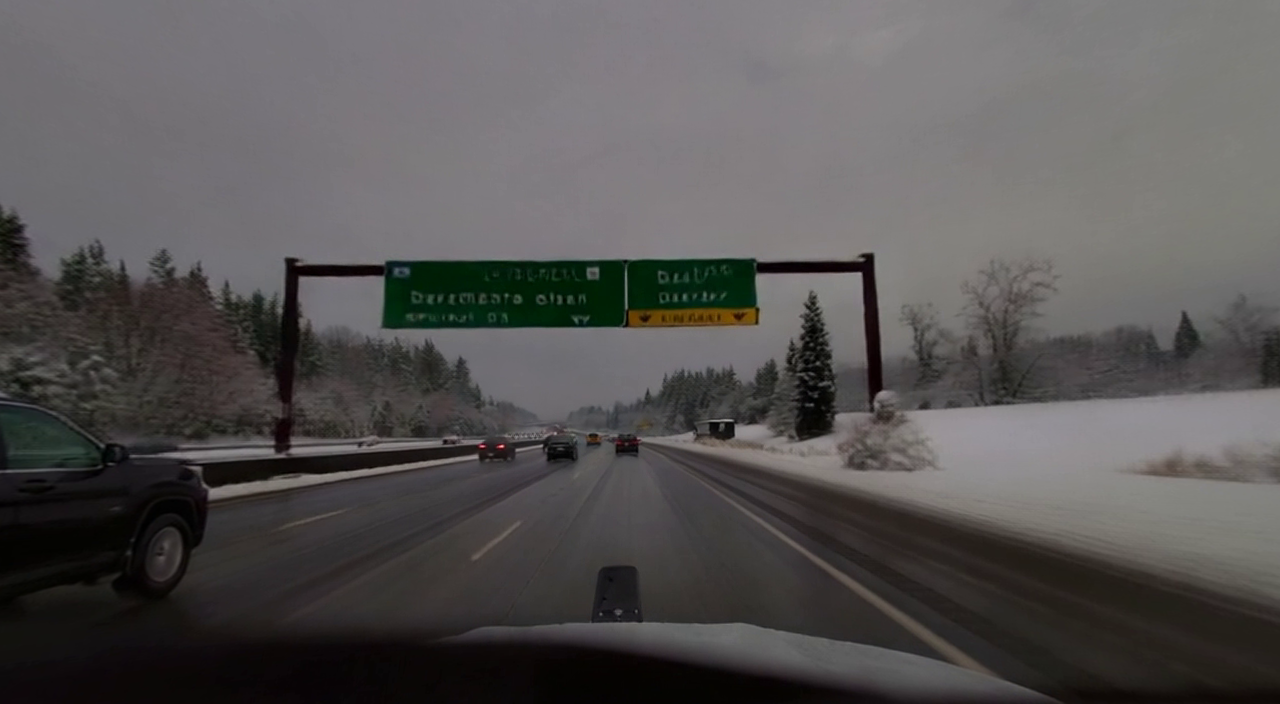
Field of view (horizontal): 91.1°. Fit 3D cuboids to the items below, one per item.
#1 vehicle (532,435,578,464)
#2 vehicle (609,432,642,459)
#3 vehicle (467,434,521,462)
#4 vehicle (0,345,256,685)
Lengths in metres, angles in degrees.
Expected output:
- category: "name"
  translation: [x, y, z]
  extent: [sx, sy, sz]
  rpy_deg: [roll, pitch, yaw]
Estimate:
- category: "vehicle"
  translation: [-4.461, 5.168, 33.672]
  extent: [1.909, 1.445, 4.087]
  rpy_deg: [0, -8, 0]
- category: "vehicle"
  translation: [-0.915, 5.916, 39.992]
  extent: [2.002, 1.611, 3.778]
  rpy_deg: [0, -8, -1]
- category: "vehicle"
  translation: [-8.379, 5.533, 36.513]
  extent: [1.953, 1.524, 4.863]
  rpy_deg: [0, -8, 0]
- category: "vehicle"
  translation: [-4.447, 0.891, 3.446]
  extent: [1.971, 1.822, 4.366]
  rpy_deg: [0, -8, -1]
